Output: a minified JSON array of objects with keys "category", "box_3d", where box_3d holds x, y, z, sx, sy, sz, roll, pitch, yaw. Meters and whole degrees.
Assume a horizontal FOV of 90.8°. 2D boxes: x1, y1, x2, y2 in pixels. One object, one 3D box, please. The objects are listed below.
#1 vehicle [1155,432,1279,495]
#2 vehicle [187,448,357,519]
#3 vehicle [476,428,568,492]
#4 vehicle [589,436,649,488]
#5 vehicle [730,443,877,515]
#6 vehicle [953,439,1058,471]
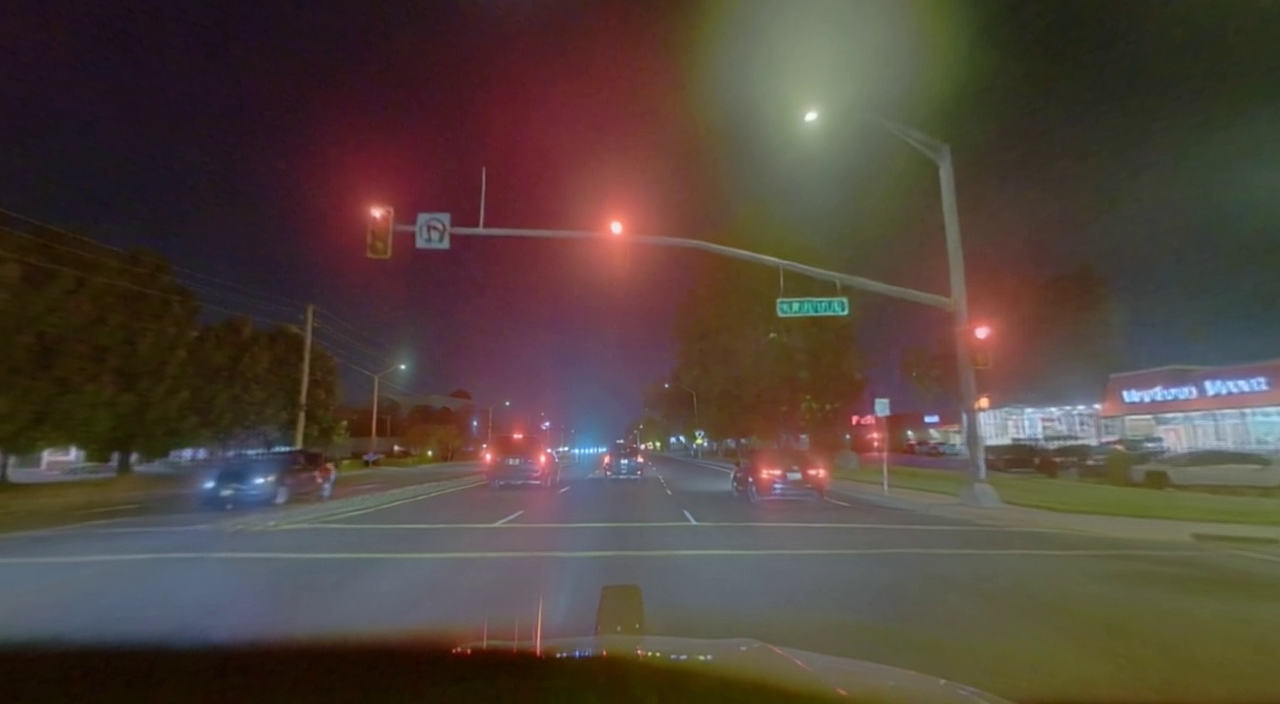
[{"category":"vehicle","box_3d":[18.970,3.284,18.896,5.209,1.743,2.081,0,-9,0]},{"category":"vehicle","box_3d":[-9.199,3.278,16.320,1.867,1.427,4.371,-3,-8,-1]},{"category":"vehicle","box_3d":[-4.050,3.850,22.880,2.252,1.999,5.605,0,-9,0]},{"category":"vehicle","box_3d":[-0.752,4.160,24.153,2.061,1.809,4.141,0,-9,0]},{"category":"vehicle","box_3d":[3.674,2.947,15.208,2.207,1.447,4.418,0,-9,-2]},{"category":"vehicle","box_3d":[18.564,5.250,32.237,4.107,1.540,1.994,0,-9,-1]}]
